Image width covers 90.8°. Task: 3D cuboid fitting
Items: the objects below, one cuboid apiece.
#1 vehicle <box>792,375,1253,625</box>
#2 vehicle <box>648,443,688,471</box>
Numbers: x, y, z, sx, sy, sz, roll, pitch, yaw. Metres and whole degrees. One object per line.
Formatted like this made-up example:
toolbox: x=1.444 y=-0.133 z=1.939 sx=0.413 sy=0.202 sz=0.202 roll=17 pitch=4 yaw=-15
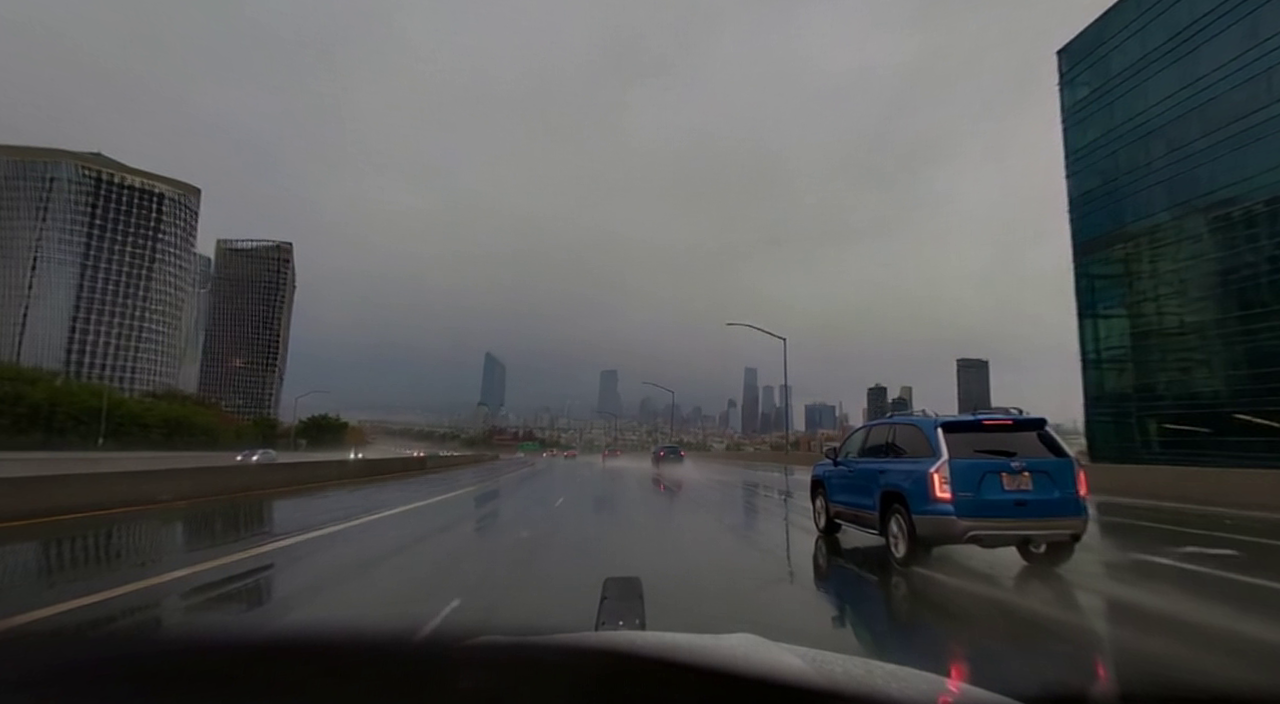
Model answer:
vehicle: x=3.375 y=1.410 z=6.938 sx=2.182 sy=1.826 sz=4.392 roll=0 pitch=-9 yaw=-2
vehicle: x=1.818 y=7.112 z=43.044 sx=2.110 sy=1.780 sz=4.682 roll=1 pitch=-9 yaw=-5
